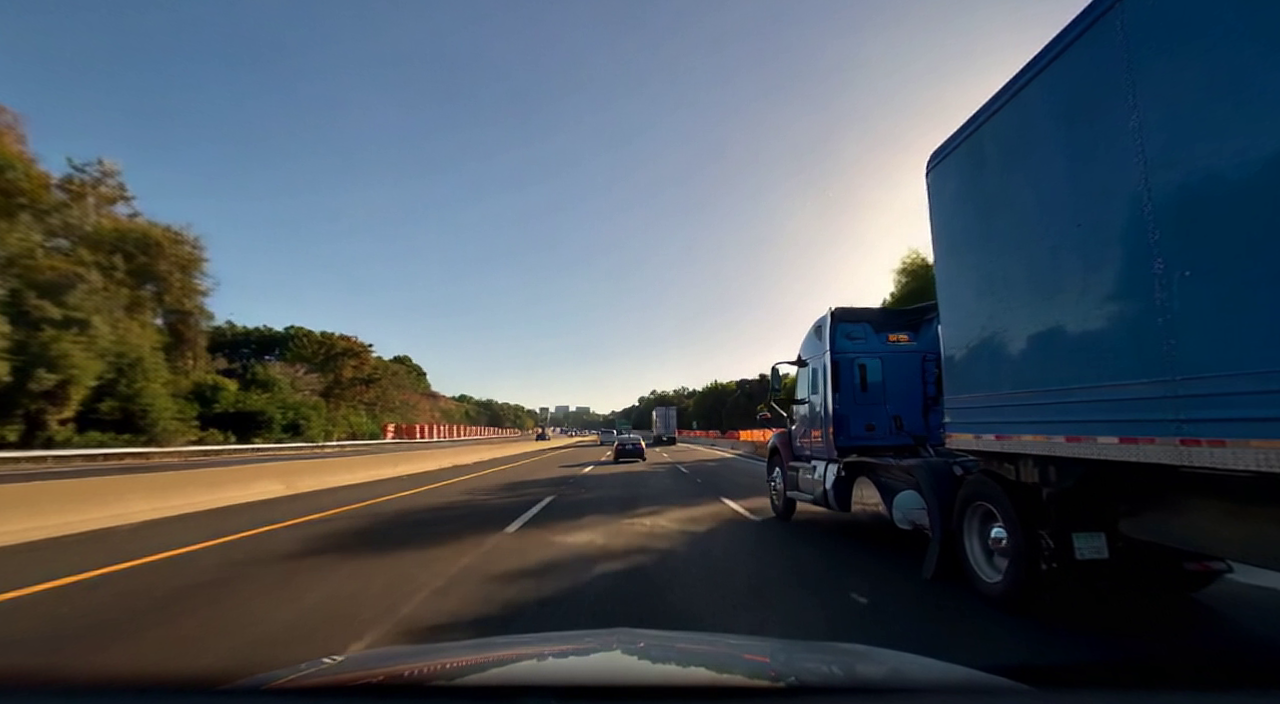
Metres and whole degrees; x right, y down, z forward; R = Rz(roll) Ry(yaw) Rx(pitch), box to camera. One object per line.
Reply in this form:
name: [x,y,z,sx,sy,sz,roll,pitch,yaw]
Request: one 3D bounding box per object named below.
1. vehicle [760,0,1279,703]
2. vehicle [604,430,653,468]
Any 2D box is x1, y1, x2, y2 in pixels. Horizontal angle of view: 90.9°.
vehicle: [3.529,0.152,4.602,2.919,3.634,10.888,0,-8,-1]
vehicle: [-0.472,4.081,26.689,1.929,1.469,3.677,0,-8,-1]
